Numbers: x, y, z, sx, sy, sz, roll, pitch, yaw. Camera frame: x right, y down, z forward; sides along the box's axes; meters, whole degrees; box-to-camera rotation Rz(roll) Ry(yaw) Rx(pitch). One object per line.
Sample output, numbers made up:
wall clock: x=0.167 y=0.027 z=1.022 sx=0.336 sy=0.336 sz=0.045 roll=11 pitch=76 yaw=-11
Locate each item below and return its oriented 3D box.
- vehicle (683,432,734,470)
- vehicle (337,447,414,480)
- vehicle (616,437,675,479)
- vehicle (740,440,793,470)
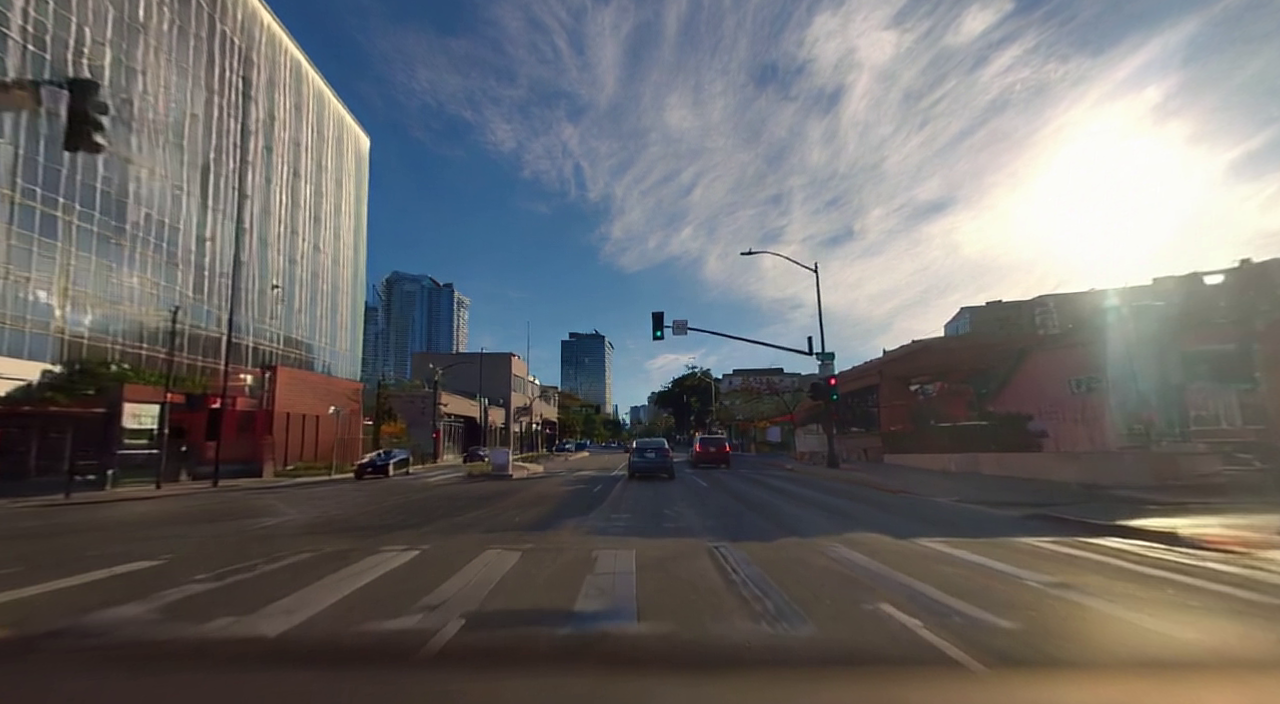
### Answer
vehicle: x=3.692 y=5.462 z=34.828 sx=2.159 sy=1.938 sz=4.836 roll=0 pitch=-9 yaw=-1
vehicle: x=-13.740 y=5.795 z=33.115 sx=1.984 sy=1.618 sz=4.568 roll=0 pitch=-9 yaw=1
vehicle: x=0.197 y=4.382 z=26.332 sx=2.245 sy=1.587 sz=4.094 roll=0 pitch=-9 yaw=0
vehicle: x=7.020 y=5.789 z=35.475 sx=1.961 sy=1.510 sz=4.707 roll=0 pitch=-9 yaw=0
